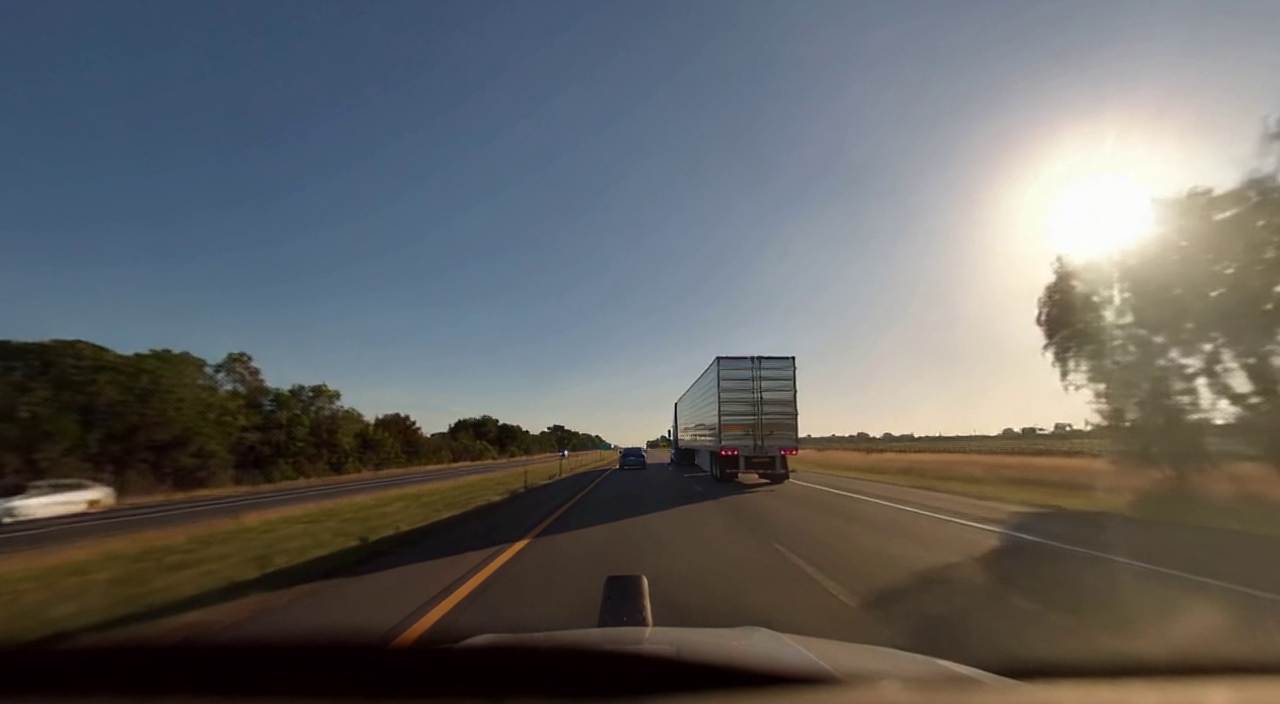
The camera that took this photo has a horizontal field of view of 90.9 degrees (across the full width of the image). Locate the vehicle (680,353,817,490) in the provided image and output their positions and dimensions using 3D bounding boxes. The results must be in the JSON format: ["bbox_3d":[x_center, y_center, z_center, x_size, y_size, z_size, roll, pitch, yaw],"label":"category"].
[{"bbox_3d":[3.796,3.281,27.188,2.929,4.158,15.921,0,-8,0],"label":"vehicle"}]

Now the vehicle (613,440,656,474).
[{"bbox_3d":[-0.258,5.127,30.917,1.968,1.515,4.025,0,-8,0],"label":"vehicle"}]
